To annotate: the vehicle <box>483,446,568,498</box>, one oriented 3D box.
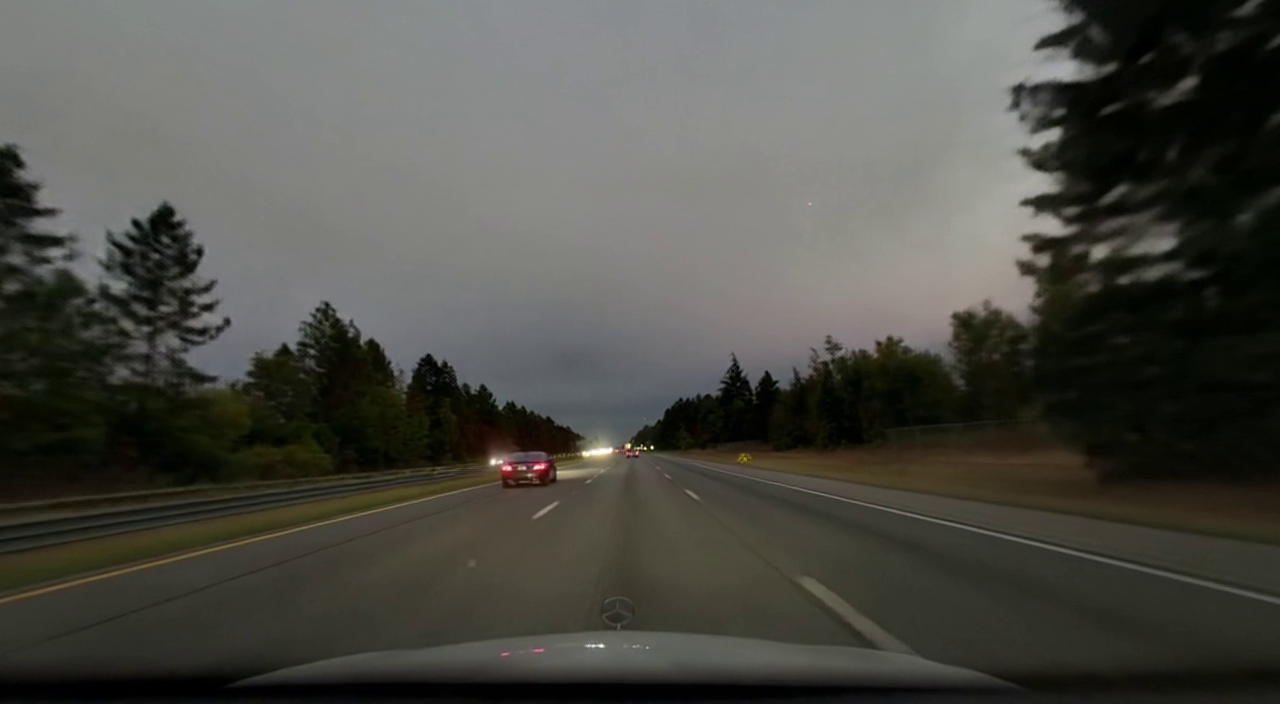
[{"bbox_3d":[-3.546,3.783,20.196,1.970,1.492,3.944,0,-9,0],"label":"vehicle"}]
